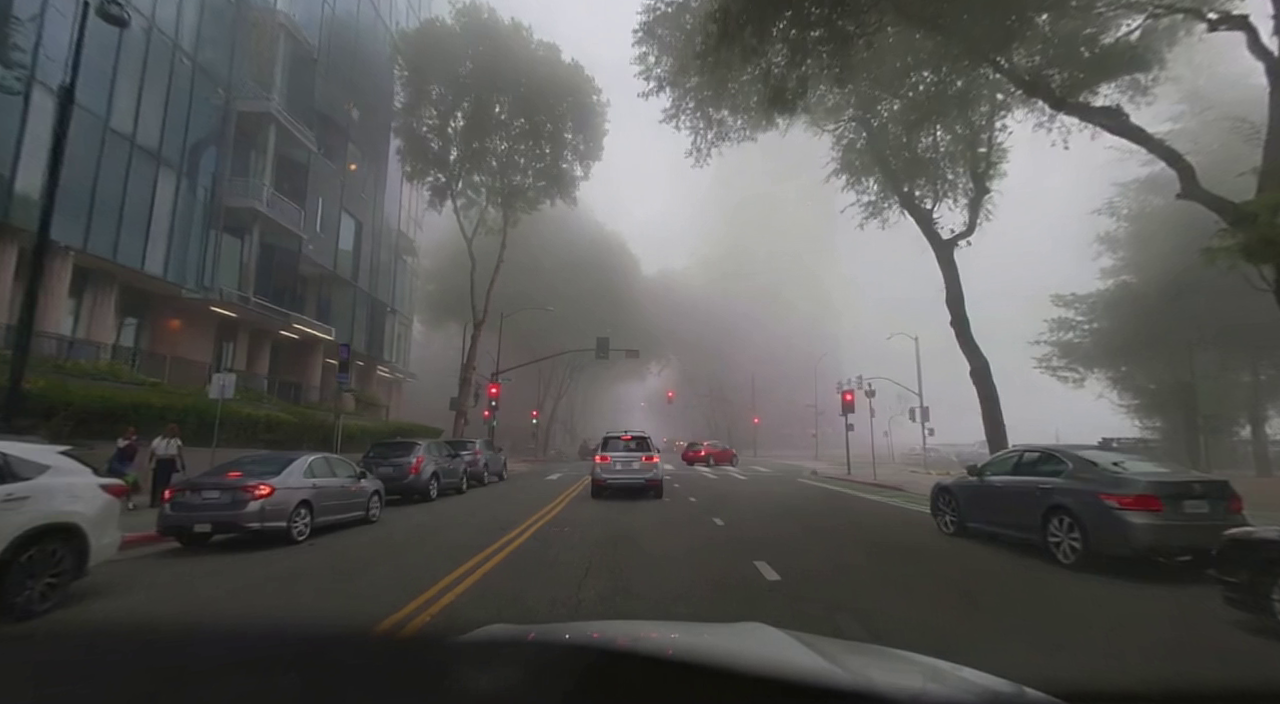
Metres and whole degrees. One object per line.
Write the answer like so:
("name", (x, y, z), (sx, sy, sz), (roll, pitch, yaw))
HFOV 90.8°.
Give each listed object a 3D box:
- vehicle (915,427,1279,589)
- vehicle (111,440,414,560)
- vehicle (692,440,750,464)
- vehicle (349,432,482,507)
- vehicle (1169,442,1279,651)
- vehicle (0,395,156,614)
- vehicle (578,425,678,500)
("vehicle", (5.996, 2.003, 9.048), (2.004, 1.699, 4.525), (0, -9, -1))
("vehicle", (-5.575, 2.190, 10.190), (1.841, 1.466, 4.364), (-1, -9, 7))
("vehicle", (5.547, 6.736, 42.752), (1.824, 1.555, 4.638), (-7, -11, 36))
("vehicle", (-5.727, 3.049, 16.846), (1.904, 1.684, 4.529), (0, -9, 0))
("vehicle", (5.607, 1.180, 3.054), (1.999, 1.498, 4.780), (0, -9, 1))
("vehicle", (-6.141, 1.094, 4.137), (1.947, 1.748, 4.988), (0, -8, 0))
("vehicle", (-0.241, 2.821, 16.425), (2.258, 1.687, 3.934), (0, -9, 1))
